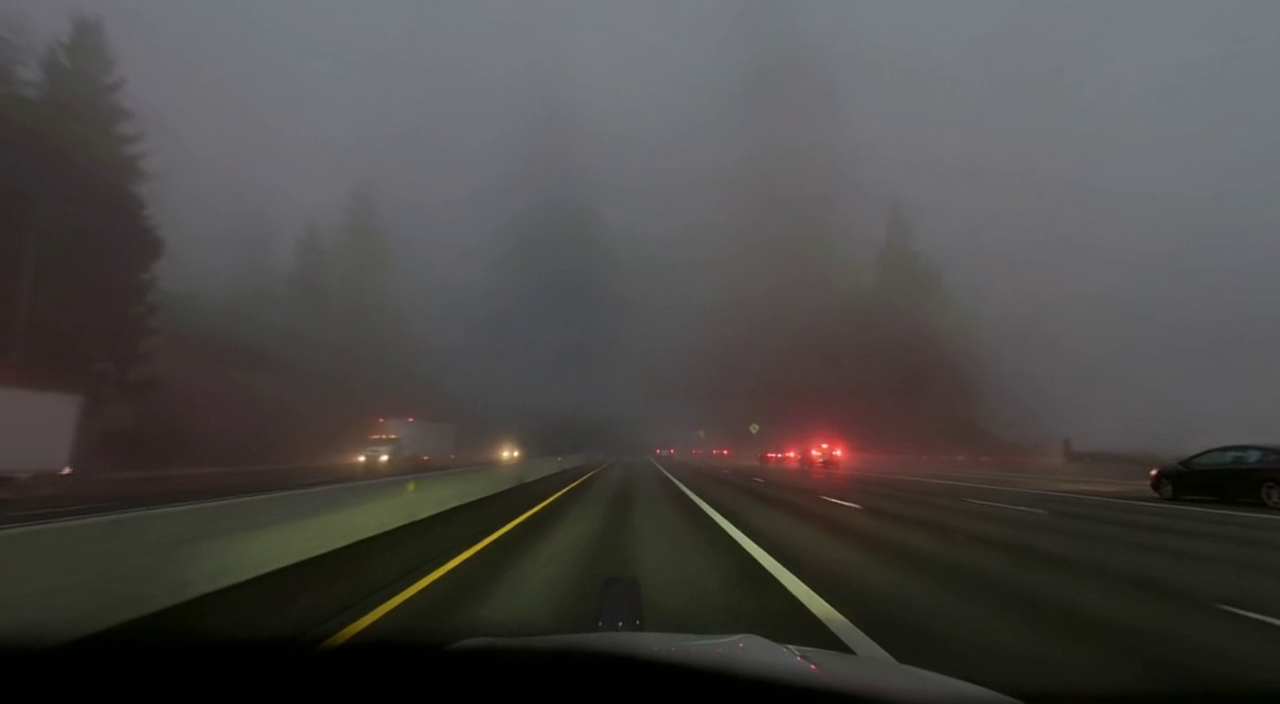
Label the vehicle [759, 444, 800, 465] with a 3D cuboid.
[{"bbox_3d":[10.093,7.423,45.985,1.931,1.479,4.183,0,-9,-2],"label":"vehicle"}]

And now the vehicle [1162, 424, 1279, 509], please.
[{"bbox_3d":[13.943,2.402,13.355,1.957,1.709,4.387,0,-9,-1],"label":"vehicle"}]

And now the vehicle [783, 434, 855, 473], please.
[{"bbox_3d":[8.933,5.117,31.964,2.098,1.820,4.505,0,-9,-3],"label":"vehicle"}]

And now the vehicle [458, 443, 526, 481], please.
[{"bbox_3d":[-8.283,6.192,35.926,2.444,1.910,5.566,0,-8,1],"label":"vehicle"}]
